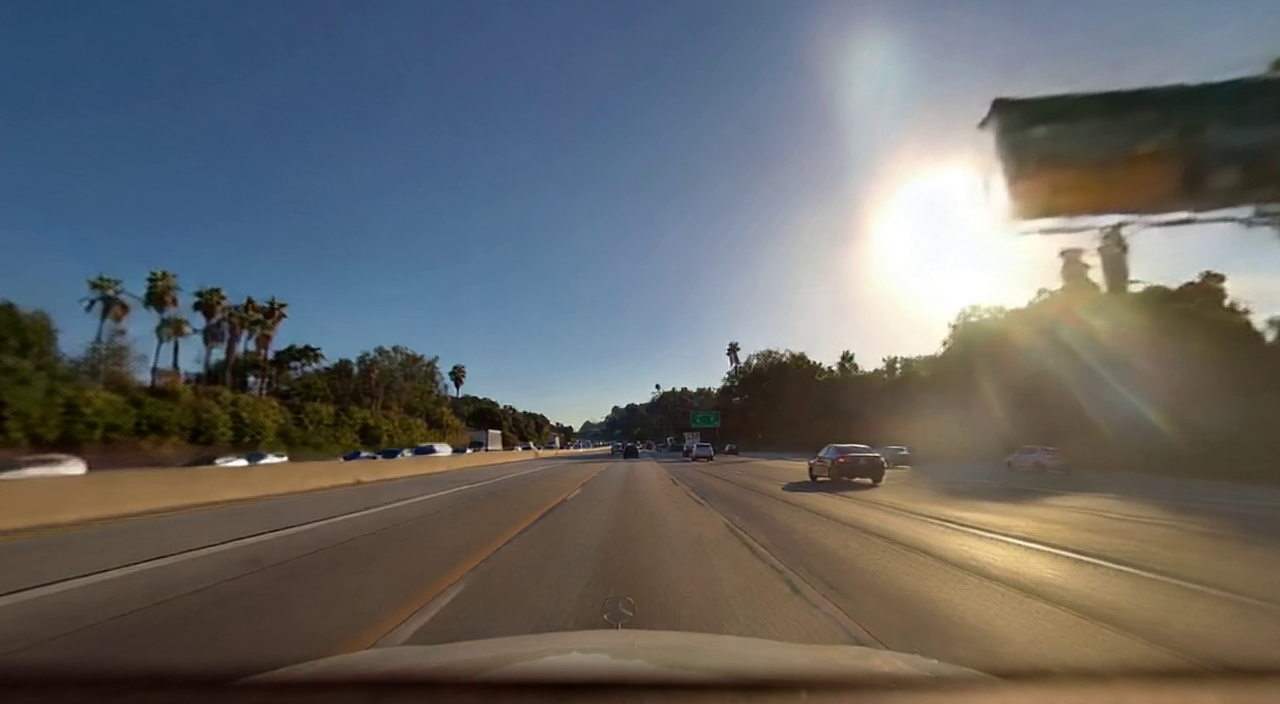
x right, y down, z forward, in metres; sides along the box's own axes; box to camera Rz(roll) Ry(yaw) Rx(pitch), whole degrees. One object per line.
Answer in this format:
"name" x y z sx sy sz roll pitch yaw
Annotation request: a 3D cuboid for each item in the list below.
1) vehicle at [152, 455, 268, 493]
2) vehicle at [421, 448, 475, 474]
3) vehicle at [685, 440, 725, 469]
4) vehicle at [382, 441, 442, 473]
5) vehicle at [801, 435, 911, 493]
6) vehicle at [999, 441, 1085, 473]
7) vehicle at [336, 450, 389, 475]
"vehicle" -19.433 5.514 28.790 1.938 1.457 4.816 0 -8 0
"vehicle" -12.603 7.173 41.698 1.999 1.536 4.987 0 -8 0
"vehicle" 4.077 6.489 40.058 2.035 1.704 3.867 0 -8 -1
"vehicle" -16.528 7.641 46.053 2.248 2.130 5.801 0 -8 0
"vehicle" 6.729 3.527 20.204 1.902 1.623 4.360 0 -8 -1
"vehicle" 22.128 5.748 34.856 1.887 1.642 4.592 0 -8 3
"vehicle" -20.197 8.008 45.993 1.861 1.676 4.317 0 -8 0
